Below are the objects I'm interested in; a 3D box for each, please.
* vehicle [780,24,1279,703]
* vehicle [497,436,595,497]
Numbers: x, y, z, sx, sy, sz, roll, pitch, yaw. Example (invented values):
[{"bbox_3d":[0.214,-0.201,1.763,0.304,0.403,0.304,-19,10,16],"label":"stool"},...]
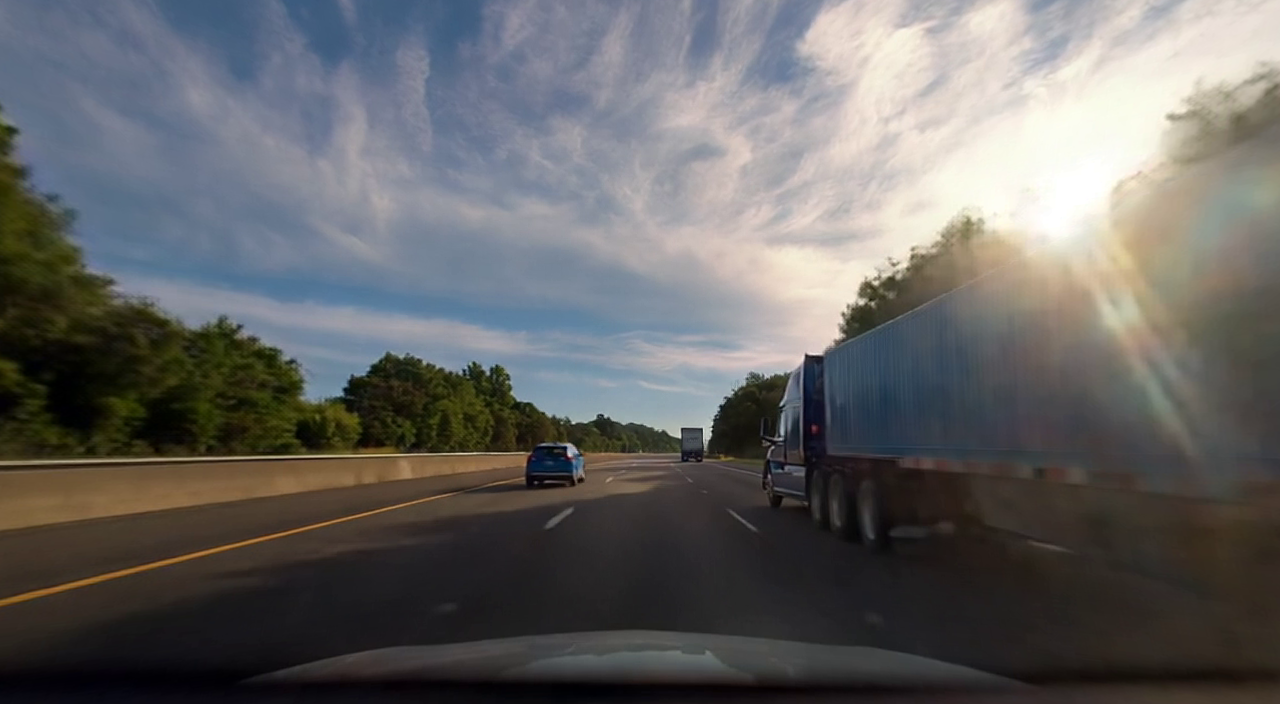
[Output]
[{"bbox_3d":[4.311,0.666,5.497,2.868,3.427,14.032,0,-9,0],"label":"vehicle"},{"bbox_3d":[-2.761,3.523,19.705,2.297,1.683,4.385,0,-9,1],"label":"vehicle"}]
